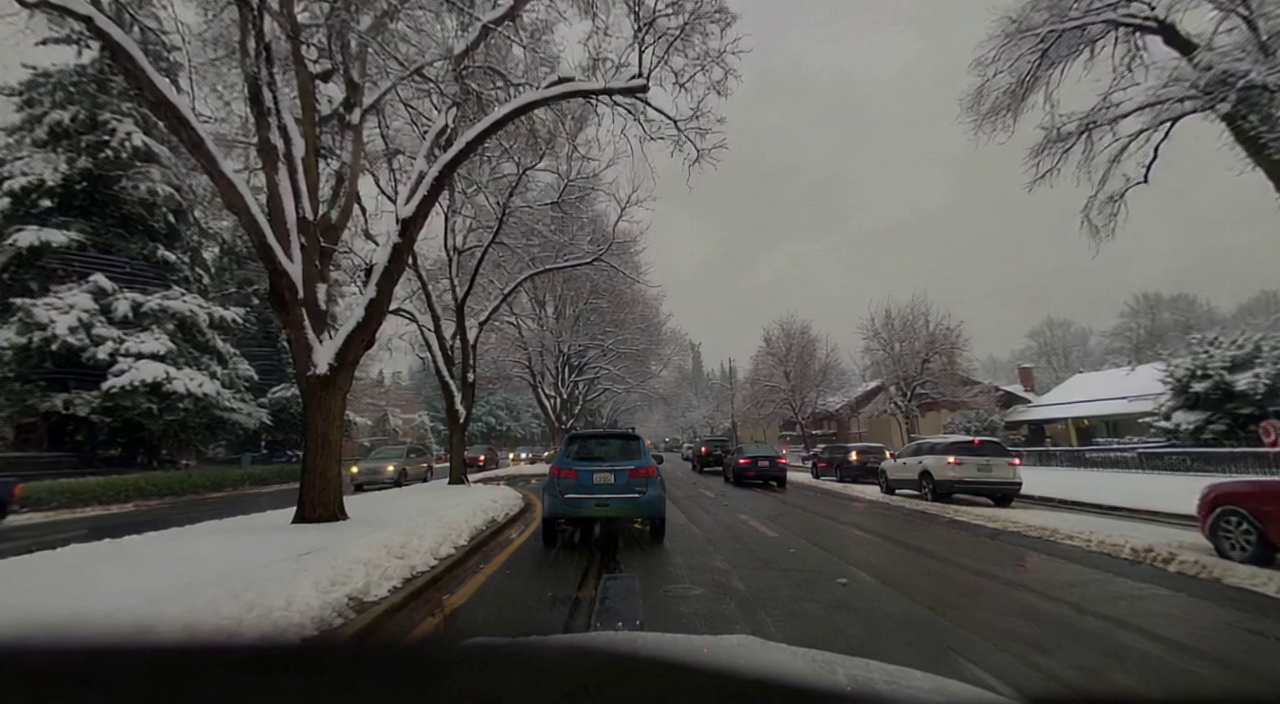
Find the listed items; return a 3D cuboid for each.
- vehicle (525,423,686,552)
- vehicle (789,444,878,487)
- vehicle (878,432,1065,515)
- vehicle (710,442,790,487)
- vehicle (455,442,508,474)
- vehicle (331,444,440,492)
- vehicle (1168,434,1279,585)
[{"bbox_3d":[-0.523,2.049,10.200,2.106,1.655,3.717,0,-8,-2],"label":"vehicle"},{"bbox_3d":[7.161,4.228,23.924,1.977,1.485,4.308,0,-8,0],"label":"vehicle"},{"bbox_3d":[7.724,2.852,15.353,2.168,1.709,4.289,0,-8,0],"label":"vehicle"},{"bbox_3d":[3.898,4.068,23.206,2.175,1.477,4.520,0,-8,1],"label":"vehicle"},{"bbox_3d":[-8.887,5.975,35.762,1.920,1.663,4.036,0,-8,1],"label":"vehicle"},{"bbox_3d":[-8.851,4.049,22.495,1.938,1.513,4.593,0,-8,1],"label":"vehicle"},{"bbox_3d":[7.417,1.419,5.217,1.995,1.517,5.006,-1,-8,3],"label":"vehicle"}]
